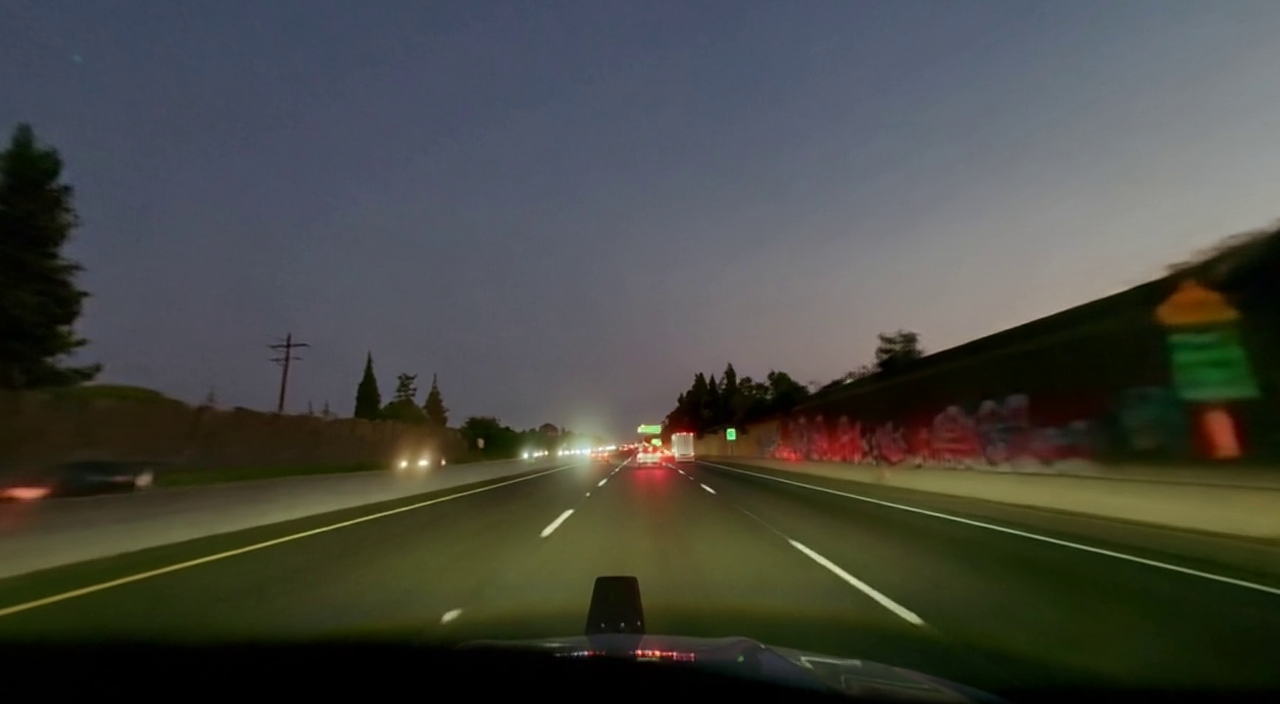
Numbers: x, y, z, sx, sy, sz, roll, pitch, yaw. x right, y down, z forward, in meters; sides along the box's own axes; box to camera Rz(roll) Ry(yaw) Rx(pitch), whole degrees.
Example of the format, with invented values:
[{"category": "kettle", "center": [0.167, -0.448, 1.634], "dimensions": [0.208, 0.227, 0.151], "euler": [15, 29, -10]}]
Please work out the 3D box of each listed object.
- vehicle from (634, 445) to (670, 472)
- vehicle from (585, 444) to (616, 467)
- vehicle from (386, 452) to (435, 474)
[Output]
[{"category": "vehicle", "center": [0.661, 6.282, 37.216], "dimensions": [2.009, 1.506, 4.091], "euler": [0, -9, 0]}, {"category": "vehicle", "center": [-2.971, 7.937, 48.500], "dimensions": [2.095, 1.671, 4.193], "euler": [0, -9, 0]}, {"category": "vehicle", "center": [-16.346, 7.903, 45.116], "dimensions": [1.884, 1.462, 4.122], "euler": [0, -9, 0]}]
